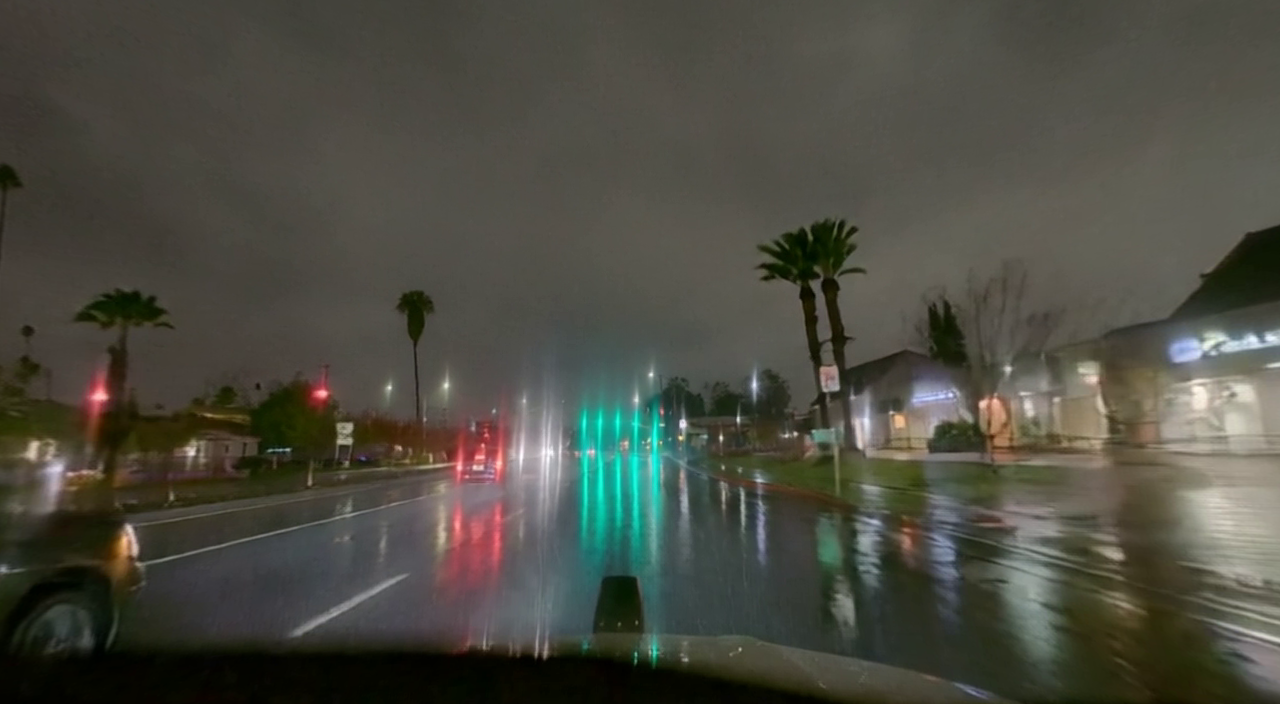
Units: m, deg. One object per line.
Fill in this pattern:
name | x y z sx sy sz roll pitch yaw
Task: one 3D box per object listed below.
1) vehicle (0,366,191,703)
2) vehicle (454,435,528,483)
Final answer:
vehicle | -3.850 0.762 1.810 2.041 1.666 4.182 0 -8 -1
vehicle | -6.199 4.501 26.731 2.136 1.844 4.363 0 -8 -1
